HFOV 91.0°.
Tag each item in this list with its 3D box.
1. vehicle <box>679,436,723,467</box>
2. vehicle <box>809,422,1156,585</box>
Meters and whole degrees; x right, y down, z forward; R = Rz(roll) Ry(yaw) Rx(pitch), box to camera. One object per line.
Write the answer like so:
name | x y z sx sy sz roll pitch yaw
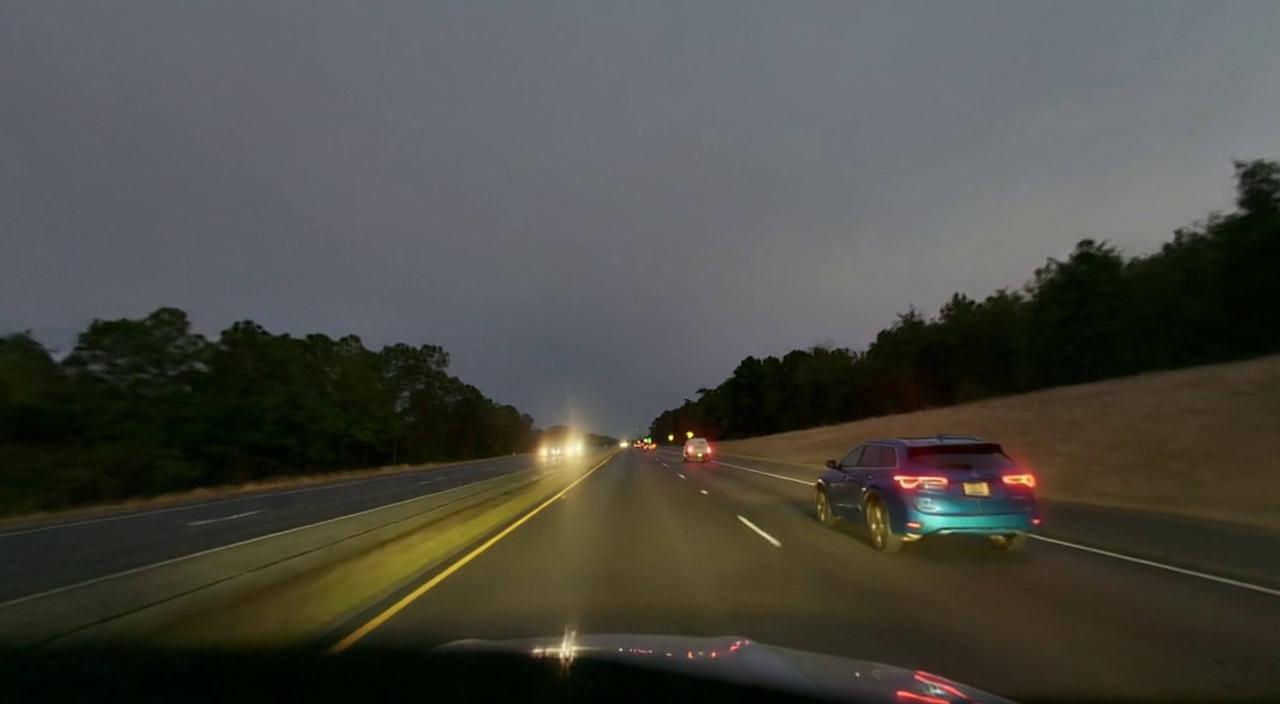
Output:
vehicle | 3.450 5.727 36.398 2.043 1.673 4.016 0 -8 -2
vehicle | 3.821 1.734 8.124 1.999 1.501 4.221 0 -8 -2
